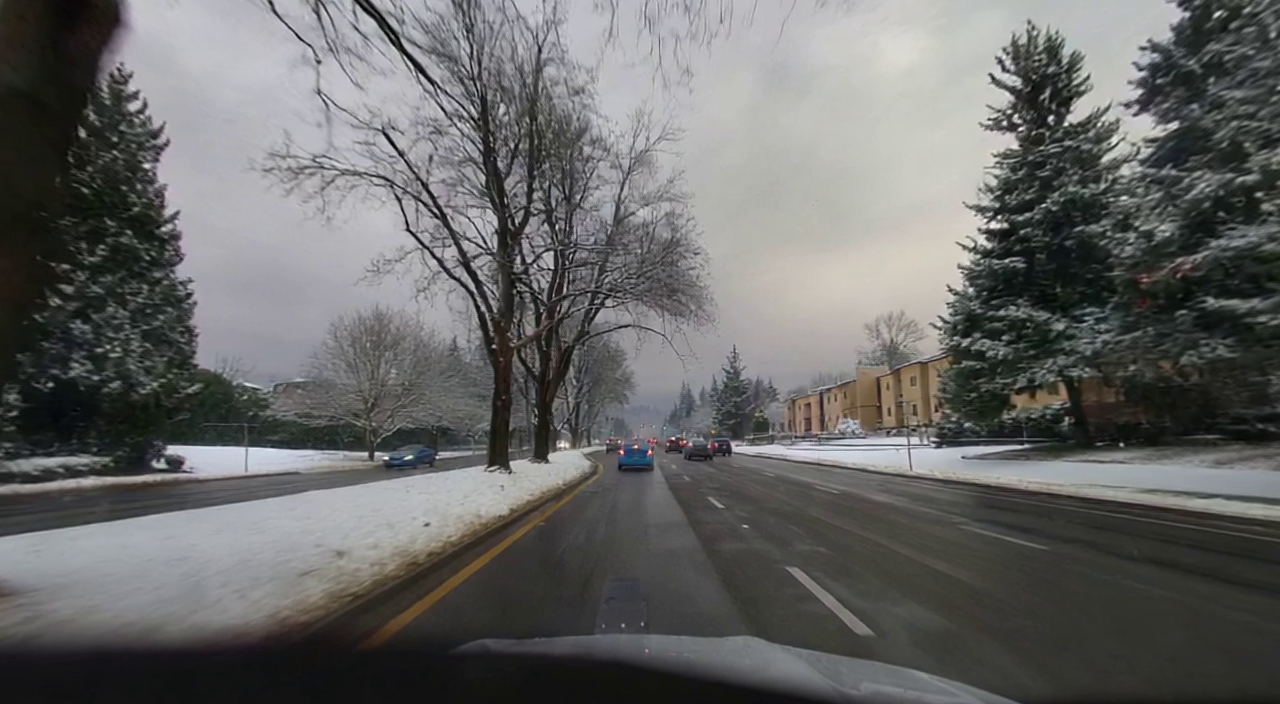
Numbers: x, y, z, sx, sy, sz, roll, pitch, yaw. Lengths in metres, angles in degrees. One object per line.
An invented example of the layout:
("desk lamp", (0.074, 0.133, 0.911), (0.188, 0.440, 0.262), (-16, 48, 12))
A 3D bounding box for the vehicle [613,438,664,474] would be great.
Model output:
("vehicle", (-0.058, 4.604, 28.084), (2.102, 1.481, 3.907), (0, -8, 0))

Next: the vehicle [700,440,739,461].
("vehicle", (5.880, 7.318, 47.040), (2.067, 1.514, 4.188), (1, -8, -5))
